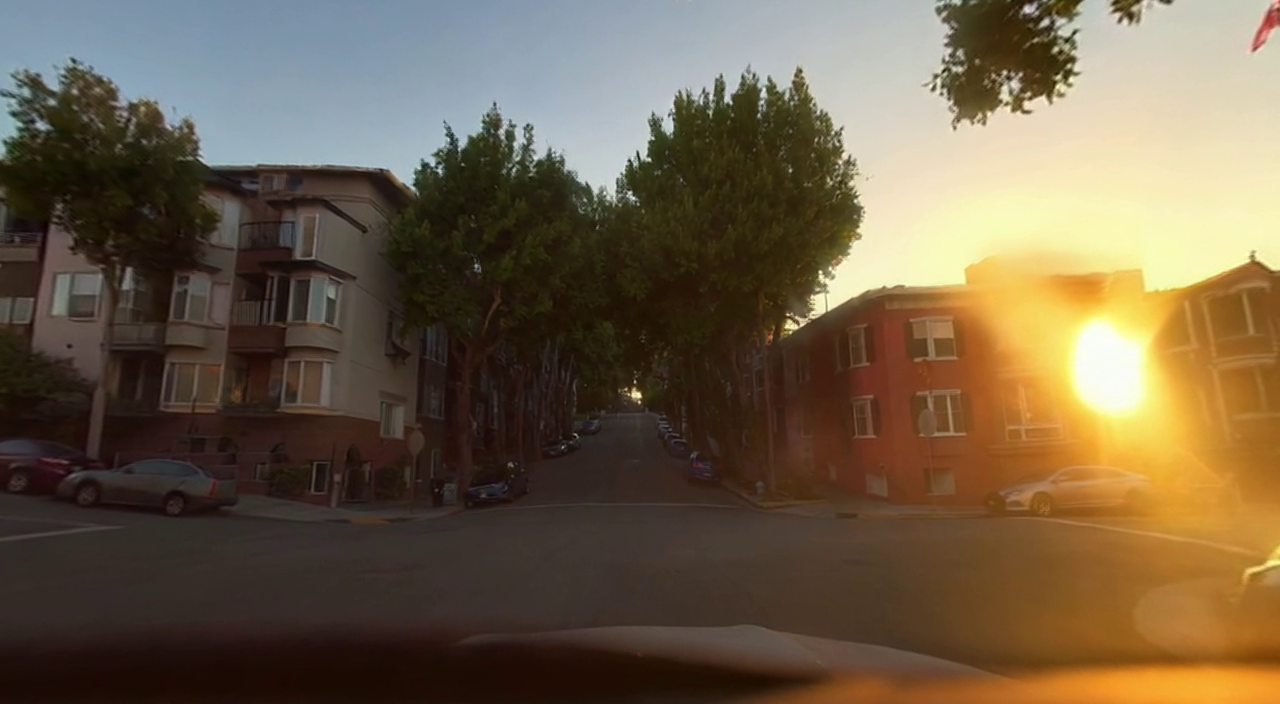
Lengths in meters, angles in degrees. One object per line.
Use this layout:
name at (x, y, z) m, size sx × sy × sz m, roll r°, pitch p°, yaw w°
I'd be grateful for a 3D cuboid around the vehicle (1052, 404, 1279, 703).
vehicle at (3.352, 0.769, 0.919) m, size 2.064 × 1.548 × 5.186 m, roll 0°, pitch -8°, yaw 1°

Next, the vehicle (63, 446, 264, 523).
vehicle at (-13.982, 3.925, 18.743) m, size 4.243 × 1.676 × 1.844 m, roll 6°, pitch -12°, yaw 1°

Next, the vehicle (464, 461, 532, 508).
vehicle at (-5.859, 5.500, 26.571) m, size 1.987 × 1.662 × 4.141 m, roll -2°, pitch -9°, yaw -1°

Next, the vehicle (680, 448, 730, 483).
vehicle at (3.421, 6.061, 34.184) m, size 2.051 × 1.526 × 4.673 m, roll 0°, pitch -6°, yaw -2°

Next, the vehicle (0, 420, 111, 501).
vehicle at (-19.131, 3.081, 18.802) m, size 4.665 × 1.866 × 2.002 m, roll 9°, pitch -9°, yaw -1°

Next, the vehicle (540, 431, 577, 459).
vehicle at (-6.166, 7.058, 48.256) m, size 2.101 × 1.732 × 4.119 m, roll -3°, pitch -5°, yaw 3°
